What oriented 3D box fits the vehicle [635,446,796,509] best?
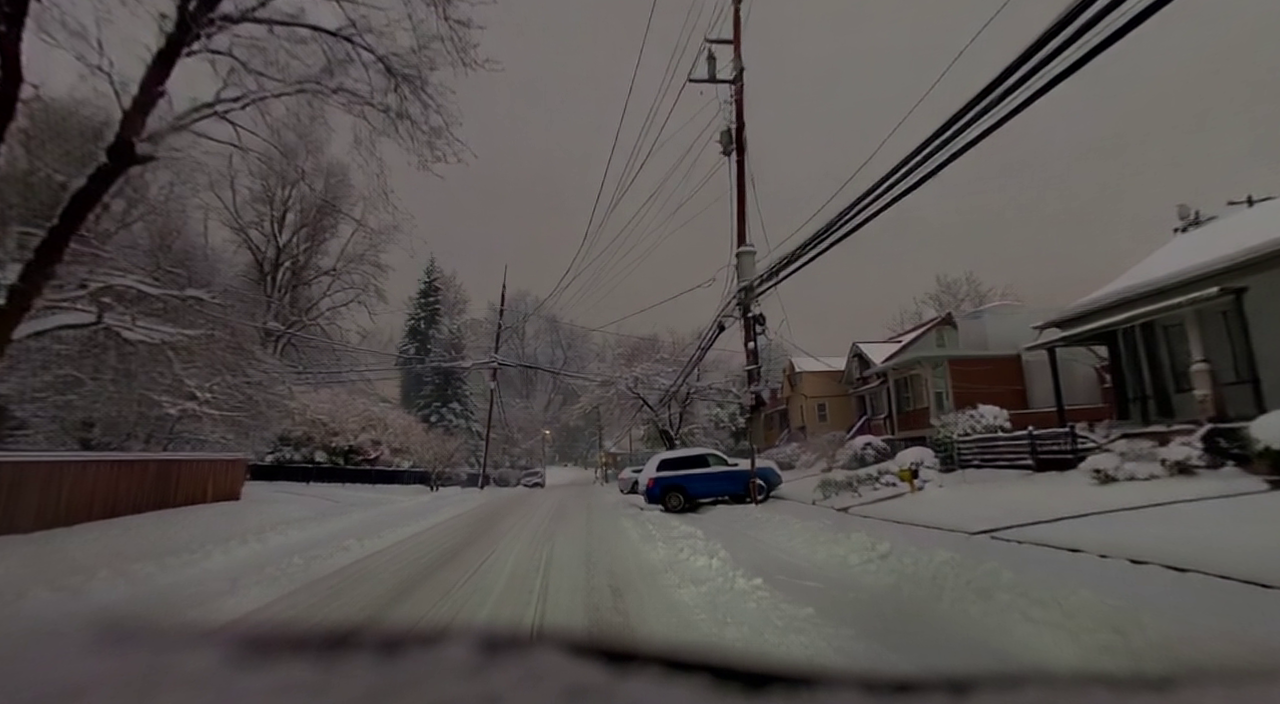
[{"bbox_3d":[2.194,3.690,18.962,4.413,1.728,1.869,1,-8,-10],"label":"vehicle"}]
